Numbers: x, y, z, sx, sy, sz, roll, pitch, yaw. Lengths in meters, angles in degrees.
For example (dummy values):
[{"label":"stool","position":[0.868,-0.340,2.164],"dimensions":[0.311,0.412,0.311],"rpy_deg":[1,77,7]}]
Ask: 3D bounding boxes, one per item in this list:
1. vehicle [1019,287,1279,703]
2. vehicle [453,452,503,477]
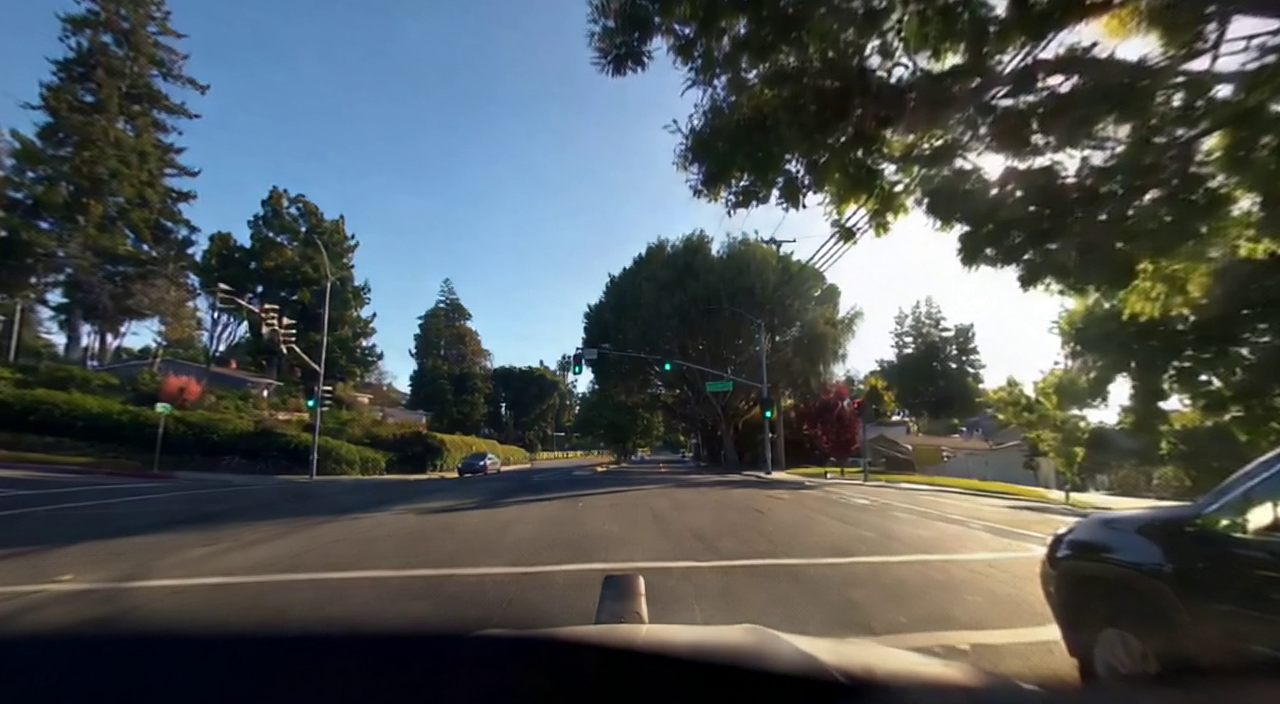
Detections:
[{"label":"vehicle","position":[3.267,0.553,1.039],"dimensions":[2.256,1.856,4.840],"rpy_deg":[0,-9,0]},{"label":"vehicle","position":[-10.361,7.182,40.701],"dimensions":[1.983,1.482,4.190],"rpy_deg":[-1,-9,2]}]
